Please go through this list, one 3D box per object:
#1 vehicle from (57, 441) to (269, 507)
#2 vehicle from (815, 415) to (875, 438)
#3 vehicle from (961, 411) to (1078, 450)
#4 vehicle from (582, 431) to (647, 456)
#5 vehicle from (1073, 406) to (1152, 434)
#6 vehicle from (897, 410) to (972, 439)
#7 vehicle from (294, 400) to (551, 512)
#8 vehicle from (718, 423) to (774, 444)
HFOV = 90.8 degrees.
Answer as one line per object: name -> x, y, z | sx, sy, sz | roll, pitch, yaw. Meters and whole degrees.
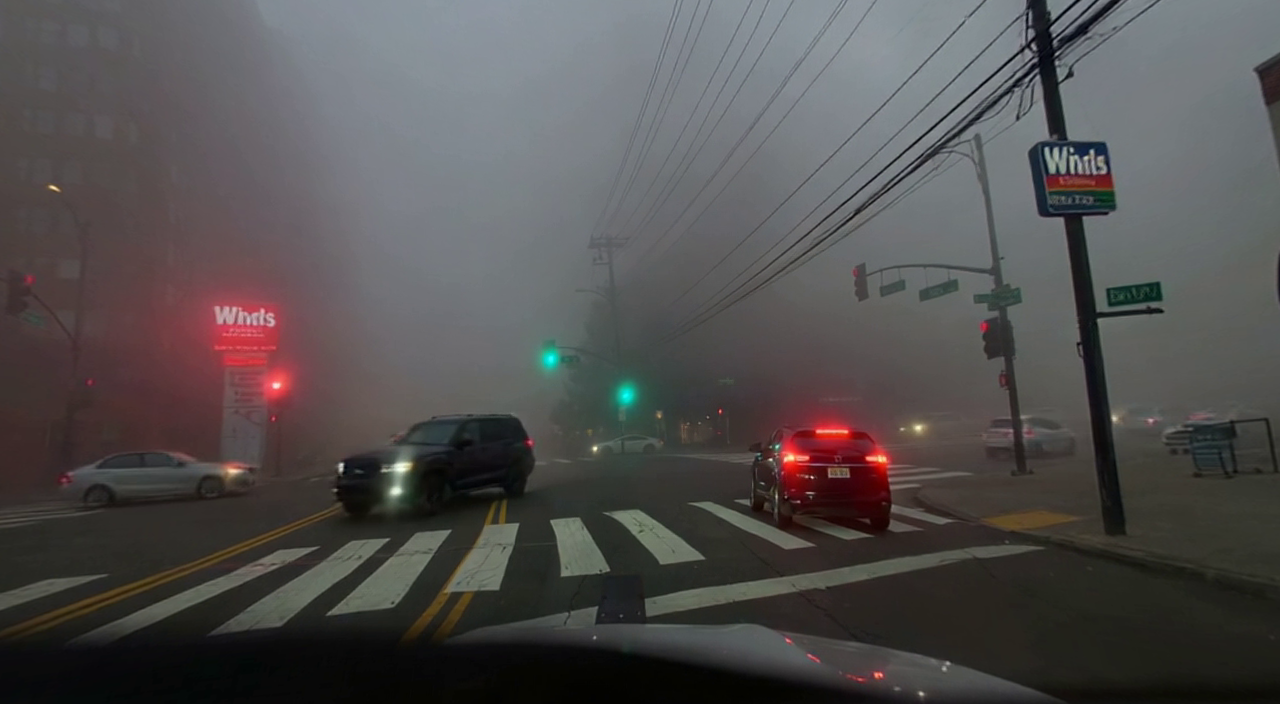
vehicle -> -13.111, 3.284, 17.548 | 2.166, 1.579, 4.300 | -9, -12, 44
vehicle -> 16.041, 5.856, 49.418 | 4.589, 1.730, 1.801 | 4, -9, -31
vehicle -> 15.804, 3.285, 26.258 | 4.707, 1.487, 1.907 | 4, -9, -28
vehicle -> -1.916, 6.740, 46.538 | 4.506, 1.733, 1.857 | 1, -9, -11
vehicle -> 26.720, 3.904, 35.698 | 4.433, 1.453, 1.804 | 4, -10, -29
vehicle -> 19.258, 4.772, 41.266 | 4.474, 1.788, 2.039 | 4, -10, -28
vehicle -> -4.473, 2.302, 14.342 | 2.374, 1.985, 5.588 | -4, -9, 21
vehicle -> 7.587, 5.878, 45.386 | 1.866, 1.430, 3.901 | 5, -10, -31
